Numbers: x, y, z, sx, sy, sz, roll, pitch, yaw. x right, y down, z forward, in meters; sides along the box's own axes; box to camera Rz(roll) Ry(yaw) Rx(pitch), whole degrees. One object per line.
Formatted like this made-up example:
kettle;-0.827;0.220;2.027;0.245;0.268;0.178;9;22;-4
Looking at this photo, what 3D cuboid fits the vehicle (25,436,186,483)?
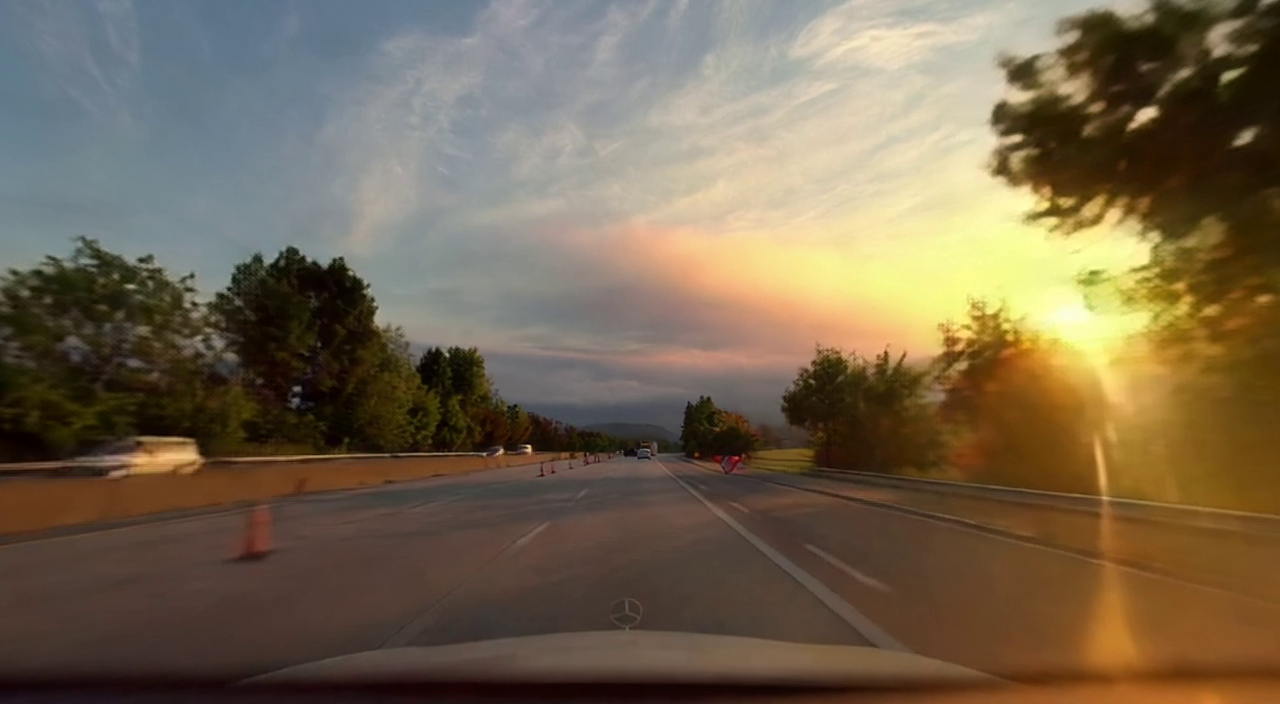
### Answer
vehicle;-20.345;4.114;24.352;1.961;1.603;4.774;0;-9;1
